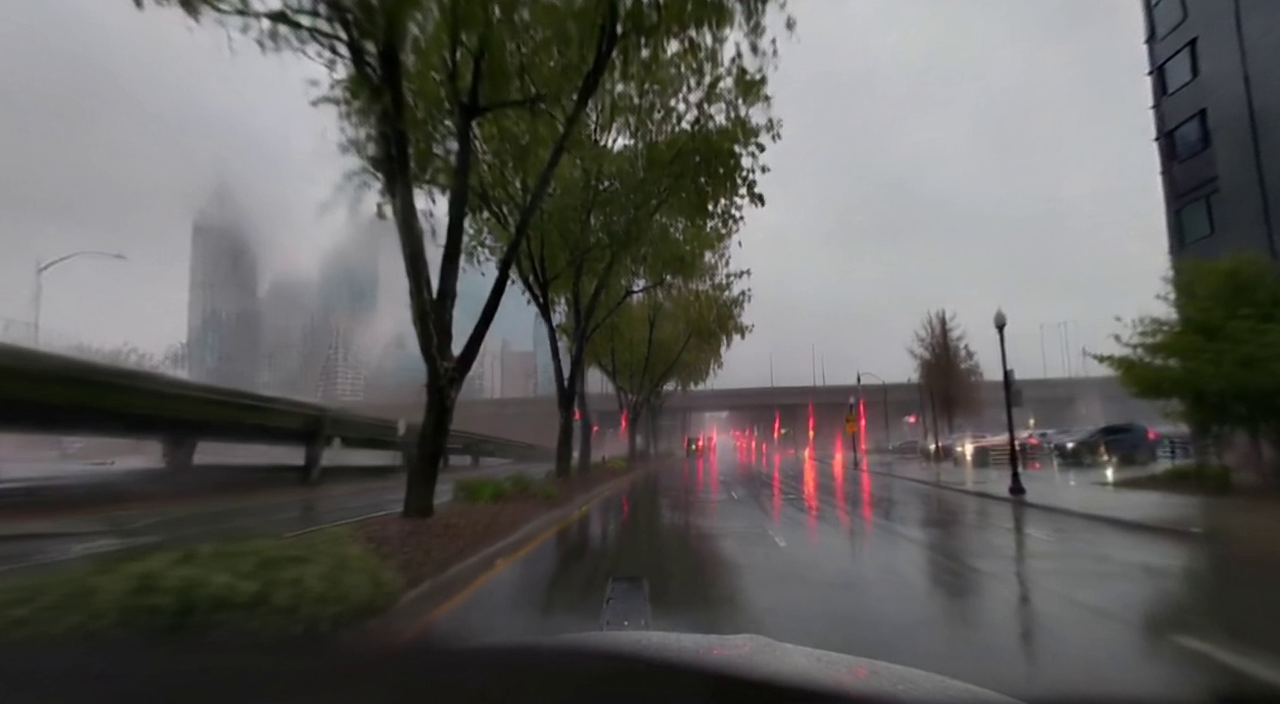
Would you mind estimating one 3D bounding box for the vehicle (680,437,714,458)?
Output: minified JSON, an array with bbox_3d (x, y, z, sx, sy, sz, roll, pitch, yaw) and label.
[{"bbox_3d":[4.333,7.160,47.122,2.280,1.475,4.051,-1,-8,8],"label":"vehicle"}]
